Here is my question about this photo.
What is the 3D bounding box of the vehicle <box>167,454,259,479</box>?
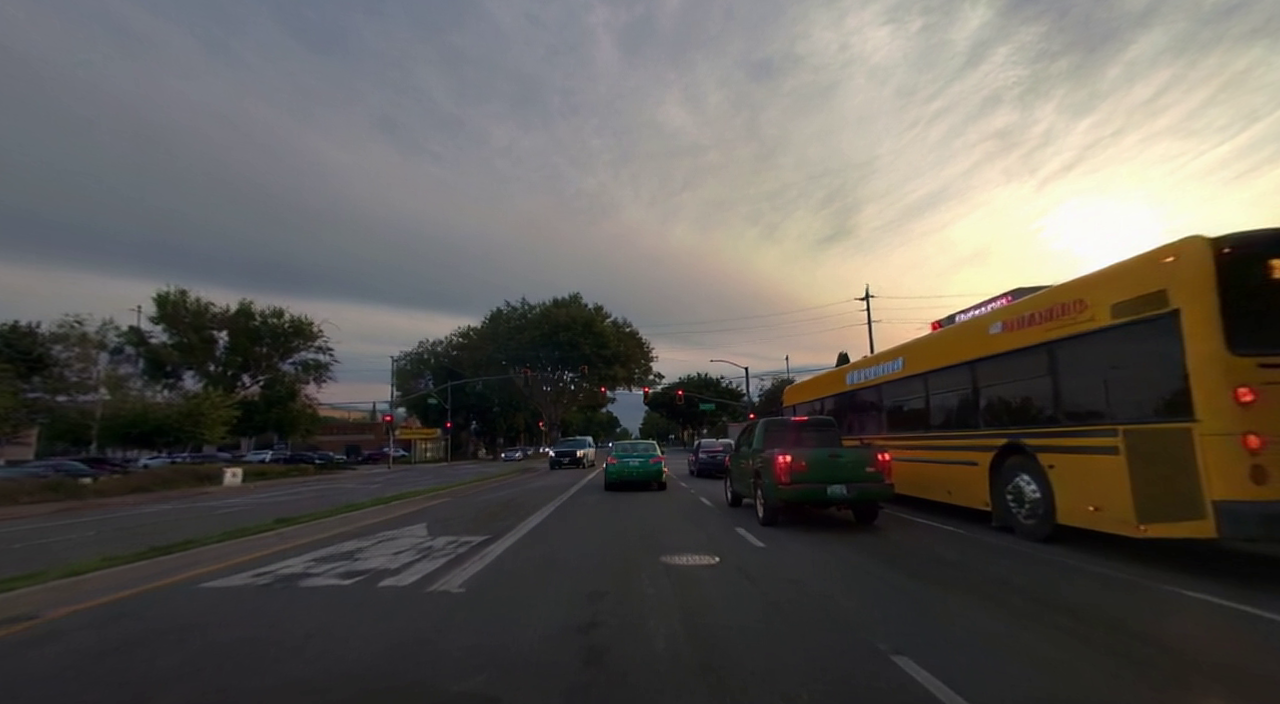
[{"bbox_3d":[-27.829,7.445,41.376,4.800,1.461,1.831,5,-10,-31],"label":"vehicle"}]

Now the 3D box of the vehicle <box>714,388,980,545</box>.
[{"bbox_3d":[2.957,1.865,10.964,2.490,1.951,5.931,0,-8,-1],"label":"vehicle"}]

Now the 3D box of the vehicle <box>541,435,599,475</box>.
[{"bbox_3d":[-3.114,4.714,29.155,2.180,1.708,4.397,0,-8,0],"label":"vehicle"}]

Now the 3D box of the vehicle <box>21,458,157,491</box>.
[{"bbox_3d":[-28.267,6.270,32.641,4.881,1.458,1.914,4,-9,-27],"label":"vehicle"}]

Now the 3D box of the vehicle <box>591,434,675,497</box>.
[{"bbox_3d":[-0.203,3.066,17.418,2.071,1.525,3.723,0,-8,-1],"label":"vehicle"}]

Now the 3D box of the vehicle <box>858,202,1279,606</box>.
[{"bbox_3d":[6.413,0.990,9.598,2.879,3.318,8.881,0,-8,-1],"label":"vehicle"}]
